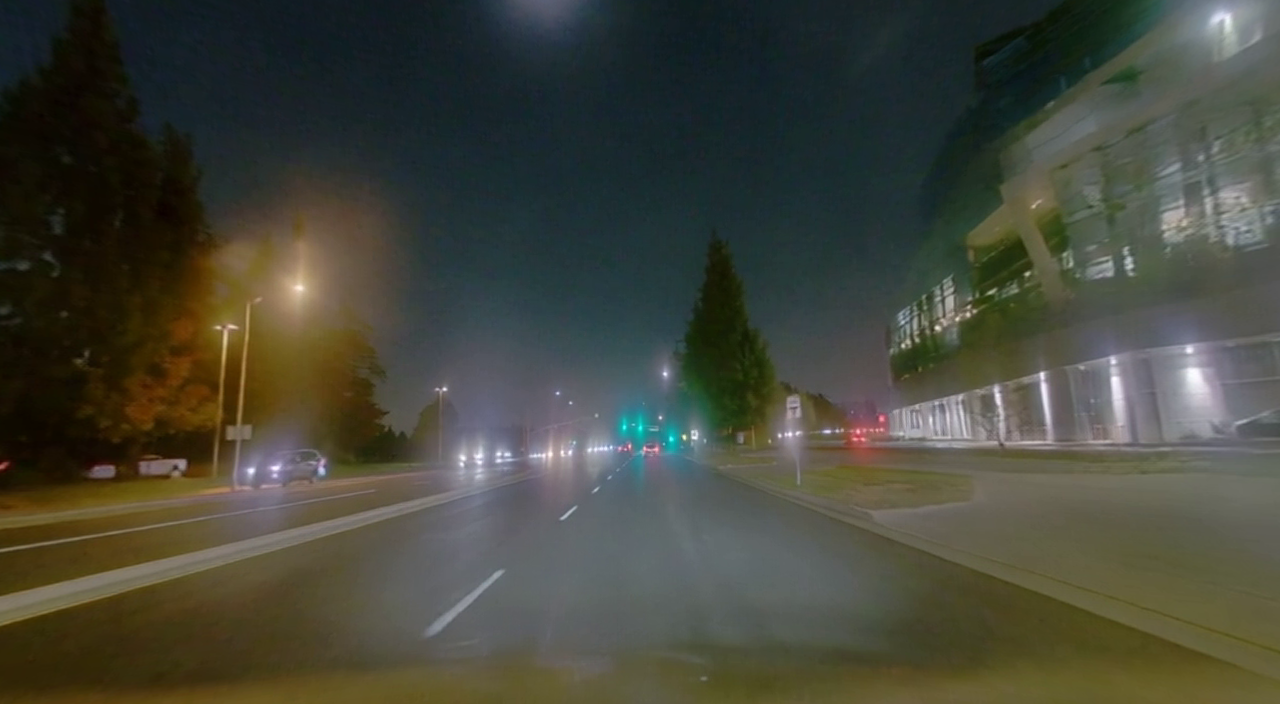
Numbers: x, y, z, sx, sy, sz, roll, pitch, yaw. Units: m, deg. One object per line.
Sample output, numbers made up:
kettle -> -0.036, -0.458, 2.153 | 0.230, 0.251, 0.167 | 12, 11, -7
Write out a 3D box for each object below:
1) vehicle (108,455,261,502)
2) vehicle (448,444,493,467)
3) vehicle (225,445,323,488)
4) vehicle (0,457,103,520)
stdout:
vehicle -> -17.329, 4.802, 24.298 | 1.955, 1.486, 5.112 | 0, -8, 2
vehicle -> -13.257, 8.097, 49.352 | 2.145, 1.754, 4.777 | 0, -8, 1
vehicle -> -17.248, 5.373, 29.863 | 1.998, 1.724, 4.486 | -3, -9, 0
vehicle -> -17.244, 3.571, 16.329 | 2.014, 1.515, 5.027 | 0, -8, 2
